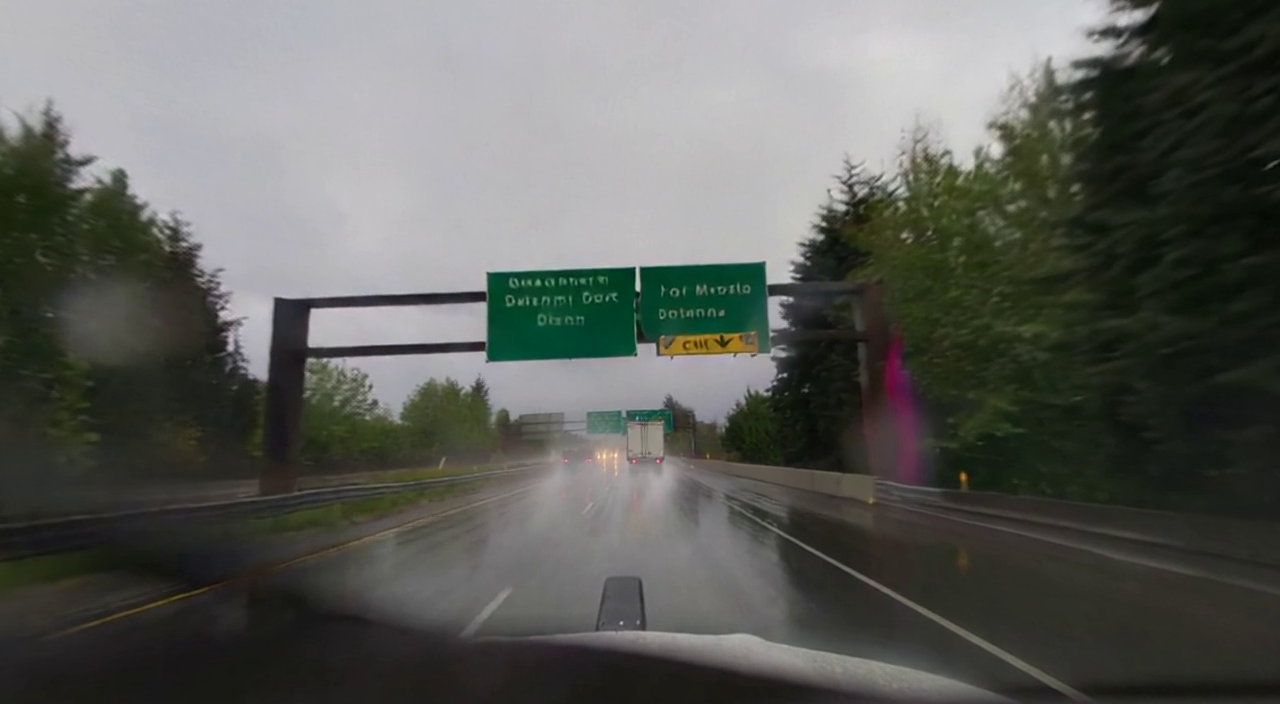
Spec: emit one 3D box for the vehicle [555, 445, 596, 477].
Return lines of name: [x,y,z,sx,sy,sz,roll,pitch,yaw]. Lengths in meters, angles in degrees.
vehicle: [-4.207,7.184,41.823,2.168,1.980,4.622,0,-9,0]
